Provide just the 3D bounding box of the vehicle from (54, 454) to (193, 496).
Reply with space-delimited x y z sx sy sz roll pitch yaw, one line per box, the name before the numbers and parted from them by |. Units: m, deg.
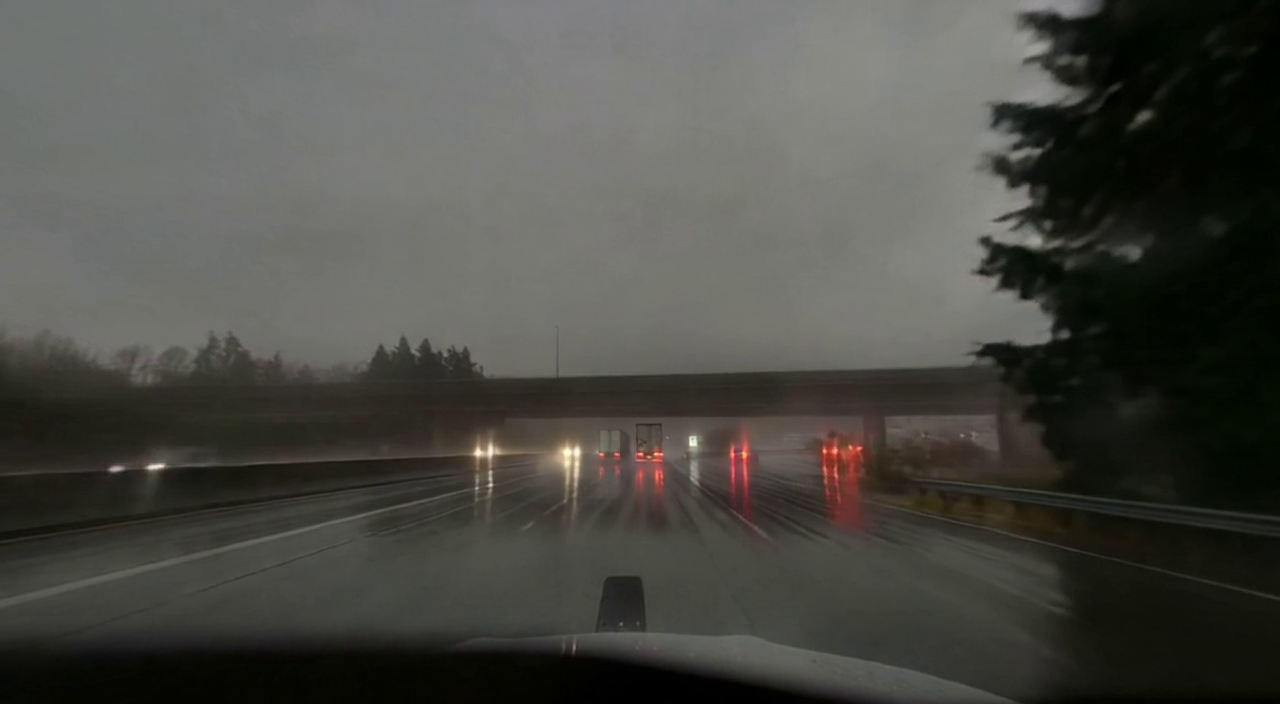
vehicle | -20.119 4.778 24.865 1.827 1.461 4.227 0 -9 1
